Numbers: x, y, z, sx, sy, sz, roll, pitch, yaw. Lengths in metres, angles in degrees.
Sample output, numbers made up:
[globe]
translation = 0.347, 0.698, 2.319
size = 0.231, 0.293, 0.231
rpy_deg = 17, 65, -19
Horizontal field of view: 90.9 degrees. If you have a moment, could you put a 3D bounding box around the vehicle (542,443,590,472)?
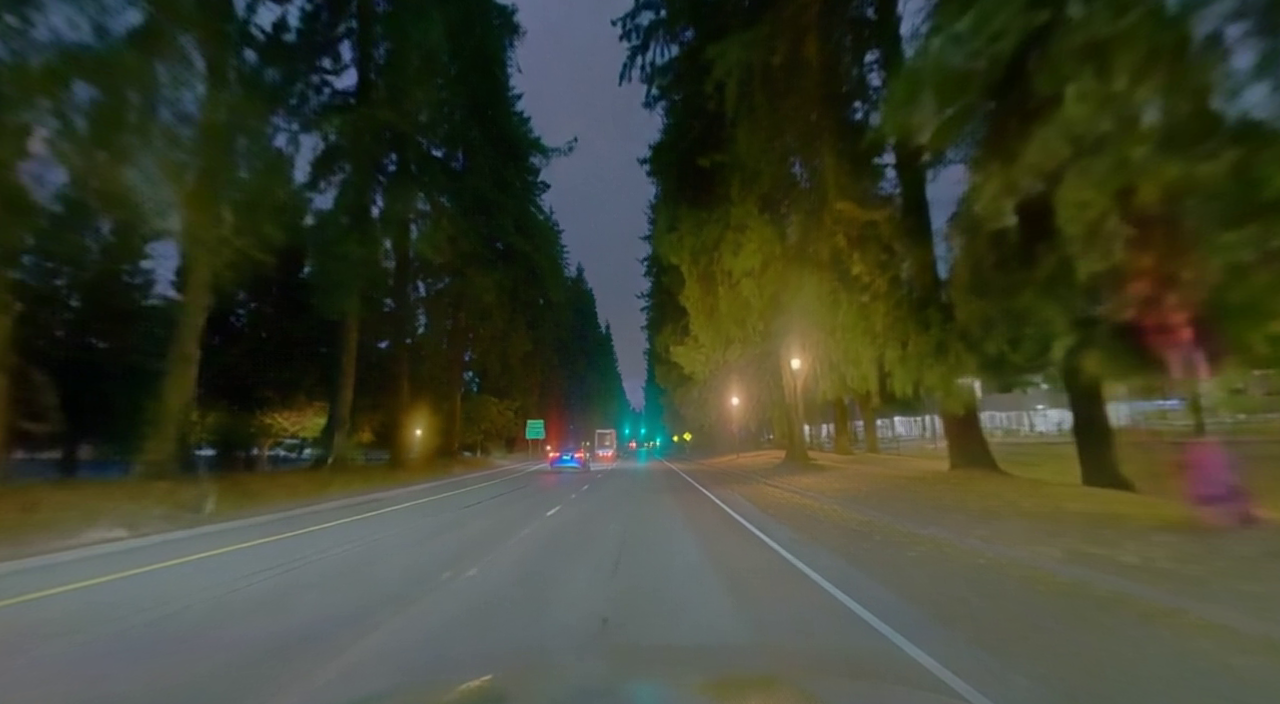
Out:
[vehicle]
translation = -3.941, 5.706, 34.261
size = 2.005, 1.462, 4.345
rpy_deg = 0, -8, 1
